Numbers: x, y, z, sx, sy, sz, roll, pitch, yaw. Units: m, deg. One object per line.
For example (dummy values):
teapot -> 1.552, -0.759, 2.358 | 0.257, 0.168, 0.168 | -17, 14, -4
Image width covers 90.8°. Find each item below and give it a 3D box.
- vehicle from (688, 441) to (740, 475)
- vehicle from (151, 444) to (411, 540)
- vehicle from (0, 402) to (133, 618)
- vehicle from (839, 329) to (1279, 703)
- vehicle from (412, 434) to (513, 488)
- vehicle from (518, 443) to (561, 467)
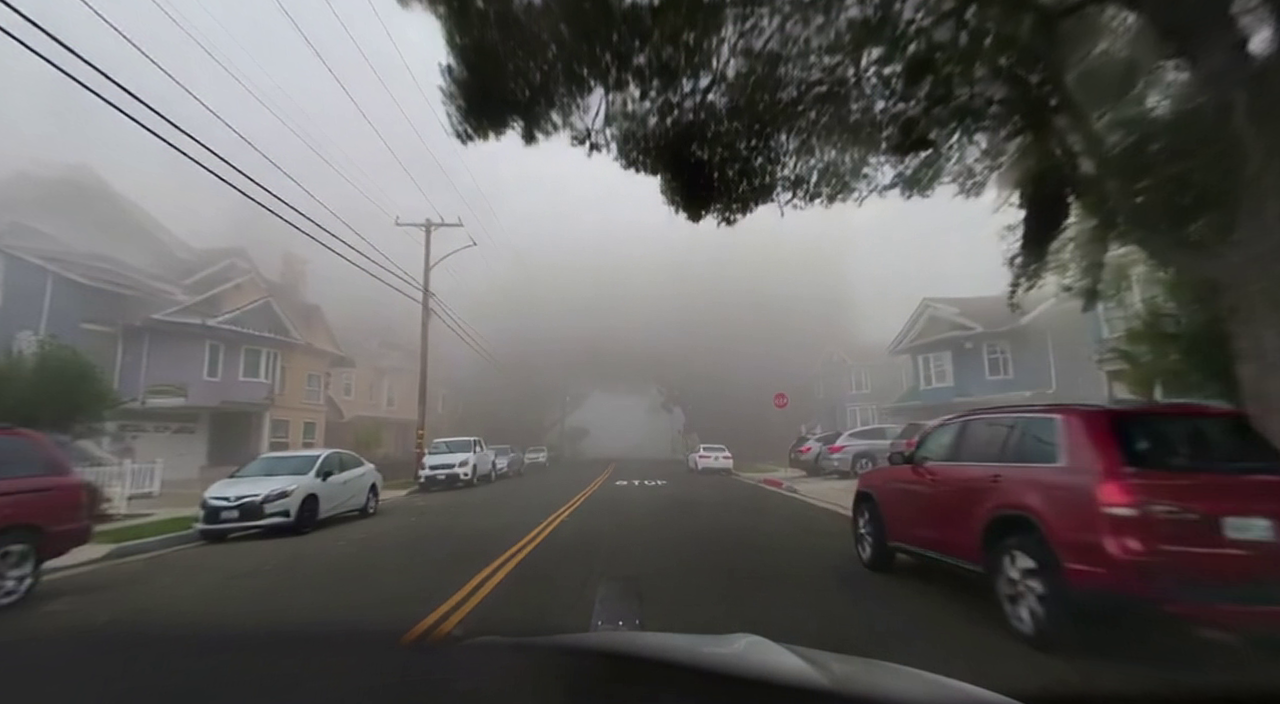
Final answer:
vehicle -> 3.515, 5.162, 31.031 | 1.963, 1.536, 5.446 | 0, -9, 0
vehicle -> -6.457, 2.530, 12.148 | 2.211, 1.469, 4.380 | -1, -9, 4
vehicle -> -6.438, 1.247, 4.465 | 2.194, 1.798, 4.402 | -2, -8, -3
vehicle -> 3.516, 1.145, 5.366 | 2.114, 1.909, 4.266 | 0, -9, -2
vehicle -> -6.452, 4.027, 23.738 | 2.136, 1.757, 5.365 | 0, -9, 1
vehicle -> -6.551, 6.803, 41.756 | 2.056, 1.481, 4.451 | 0, -9, 0
